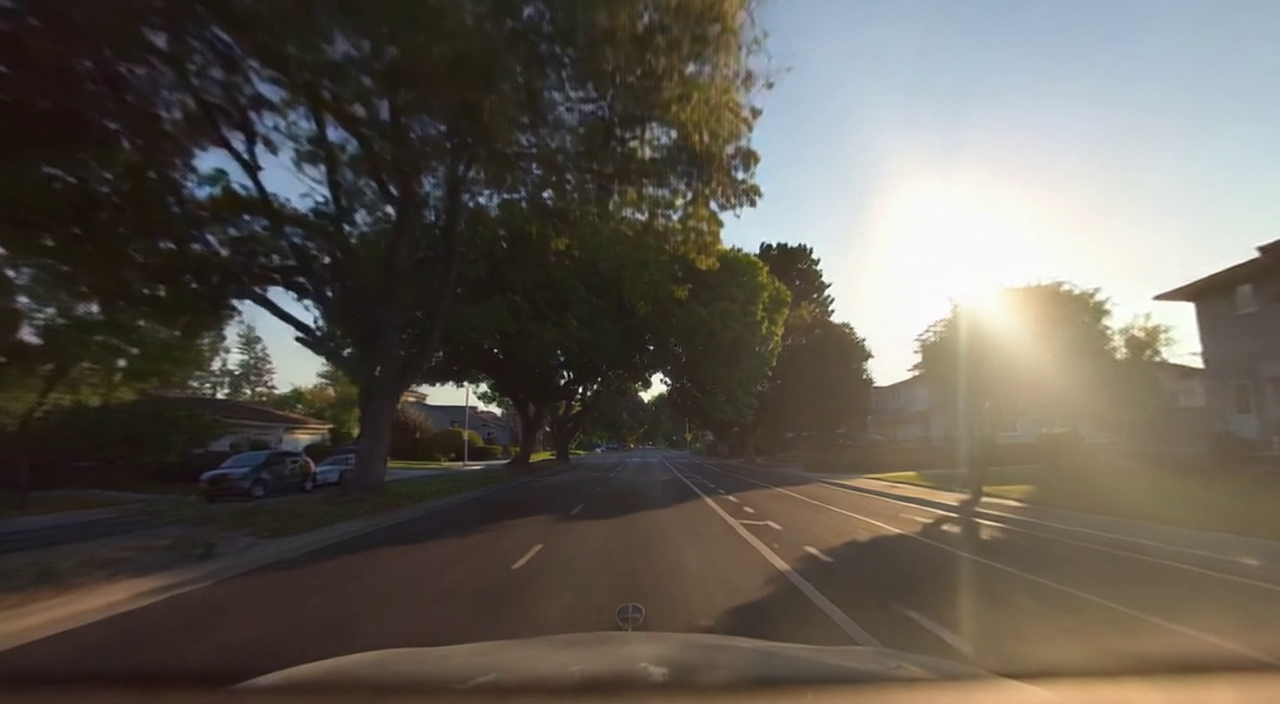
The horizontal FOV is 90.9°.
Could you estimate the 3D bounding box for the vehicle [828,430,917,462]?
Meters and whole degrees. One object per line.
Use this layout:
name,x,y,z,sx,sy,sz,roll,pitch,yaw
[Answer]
vehicle,14.147,5.723,38.652,4.907,1.693,2.081,0,-7,13

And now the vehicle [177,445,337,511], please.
vehicle,-11.700,3.828,19.767,2.023,1.629,4.822,-2,-7,0

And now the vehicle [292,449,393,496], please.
vehicle,-11.585,4.679,24.908,1.888,1.439,4.351,-2,-6,1
